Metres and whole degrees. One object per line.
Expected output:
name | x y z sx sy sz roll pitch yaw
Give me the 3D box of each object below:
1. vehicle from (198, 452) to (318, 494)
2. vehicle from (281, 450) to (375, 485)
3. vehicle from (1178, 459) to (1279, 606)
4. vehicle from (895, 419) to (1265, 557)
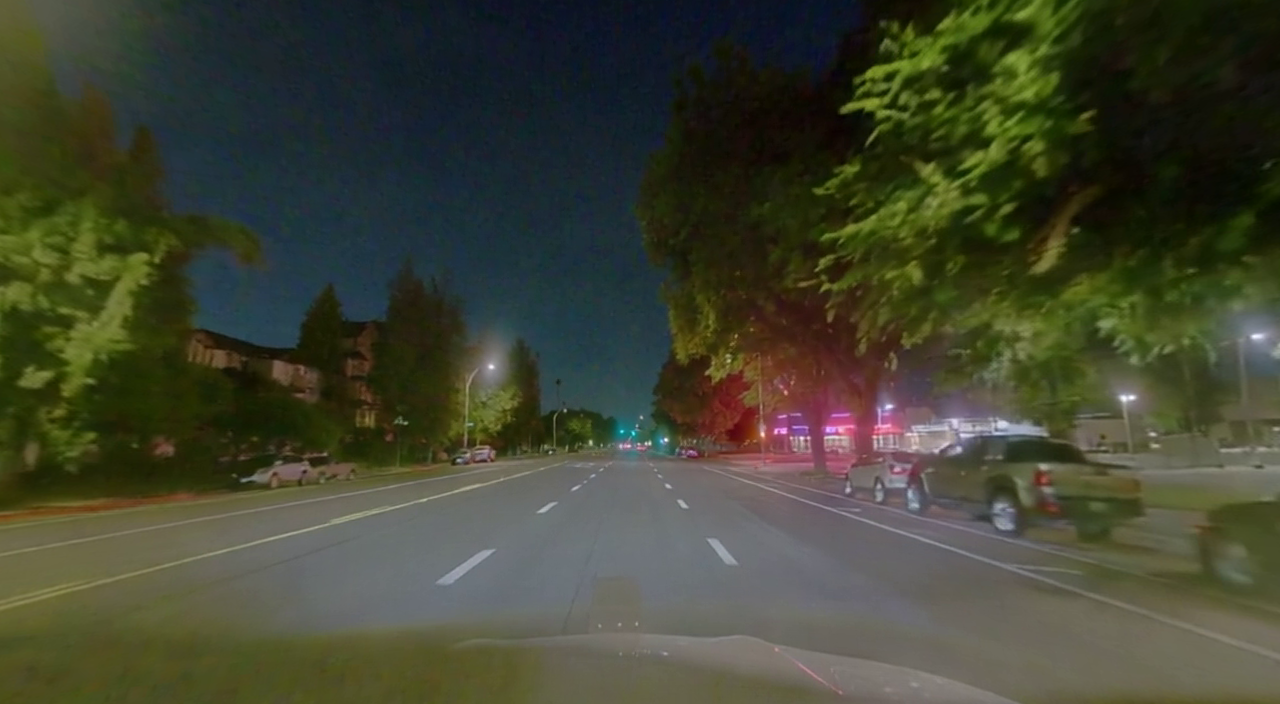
vehicle | -14.852 4.705 24.913 1.836 1.473 4.413 0 -9 2
vehicle | -14.782 5.476 30.290 2.124 1.501 4.807 0 -9 -1
vehicle | 7.314 1.615 5.041 1.845 1.428 4.668 0 -9 -2
vehicle | 7.372 2.360 11.891 2.610 1.915 6.019 0 -9 0
